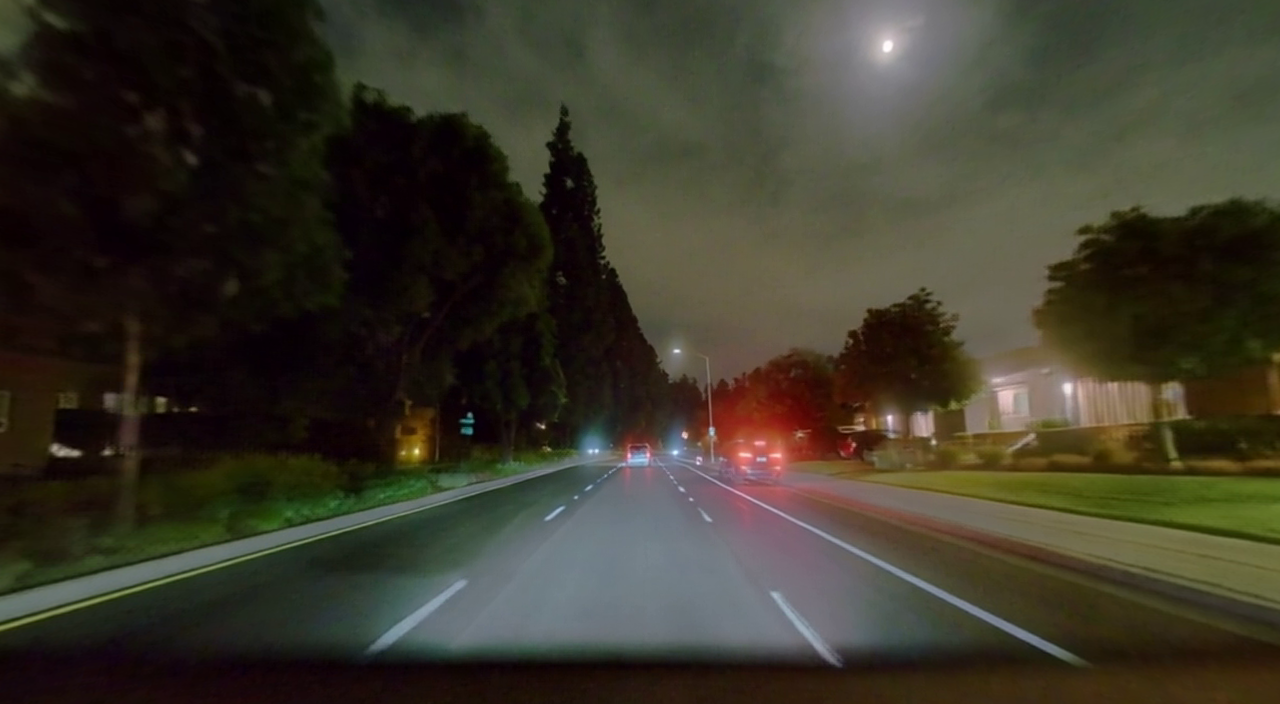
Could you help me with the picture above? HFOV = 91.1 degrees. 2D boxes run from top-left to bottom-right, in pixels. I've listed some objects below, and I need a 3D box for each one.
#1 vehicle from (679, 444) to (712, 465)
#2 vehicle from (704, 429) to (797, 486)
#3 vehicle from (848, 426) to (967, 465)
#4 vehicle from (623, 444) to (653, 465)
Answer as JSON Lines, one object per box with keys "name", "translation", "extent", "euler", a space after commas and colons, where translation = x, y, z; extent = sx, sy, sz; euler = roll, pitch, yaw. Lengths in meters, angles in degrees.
{"name": "vehicle", "translation": [4.243, 7.930, 48.802], "extent": [2.069, 1.491, 4.676], "euler": [1, -9, -1]}
{"name": "vehicle", "translation": [3.834, 3.792, 22.878], "extent": [2.203, 1.828, 5.336], "euler": [0, -8, -2]}
{"name": "vehicle", "translation": [12.714, 4.449, 30.081], "extent": [4.694, 1.622, 2.067], "euler": [-2, -7, 1]}
{"name": "vehicle", "translation": [-0.109, 7.491, 46.060], "extent": [2.054, 1.456, 4.003], "euler": [0, -8, 1]}
